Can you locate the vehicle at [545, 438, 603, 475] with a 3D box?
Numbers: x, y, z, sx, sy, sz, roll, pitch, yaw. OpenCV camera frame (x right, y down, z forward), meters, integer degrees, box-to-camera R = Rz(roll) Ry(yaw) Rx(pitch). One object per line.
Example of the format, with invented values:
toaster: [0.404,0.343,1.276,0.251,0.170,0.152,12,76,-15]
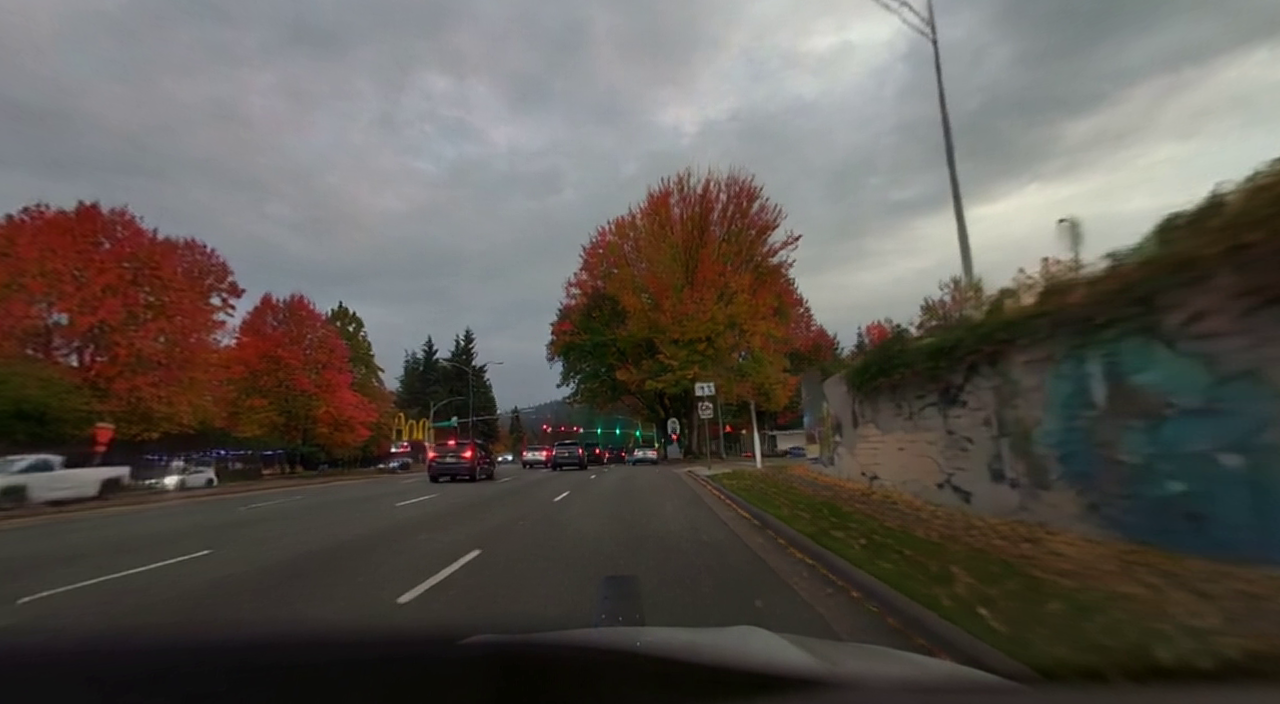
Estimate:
vehicle: [-3.099,5.040,30.590,2.165,1.663,4.513,0,-9,1]

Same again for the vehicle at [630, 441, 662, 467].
vehicle: [0.378,7.131,44.271,2.144,1.704,4.028,1,-9,-1]

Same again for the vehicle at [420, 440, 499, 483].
vehicle: [-7.393,4.506,26.266,1.932,1.596,4.247,0,-9,2]

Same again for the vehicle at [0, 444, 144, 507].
vehicle: [-21.973,4.469,23.359,2.288,2.026,5.649,0,-9,3]

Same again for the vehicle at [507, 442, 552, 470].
vehicle: [-7.266,6.871,41.829,2.069,1.719,4.441,0,-9,2]

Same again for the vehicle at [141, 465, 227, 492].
vehicle: [-33.294,9.202,46.173,2.096,1.699,4.912,-1,-9,10]
